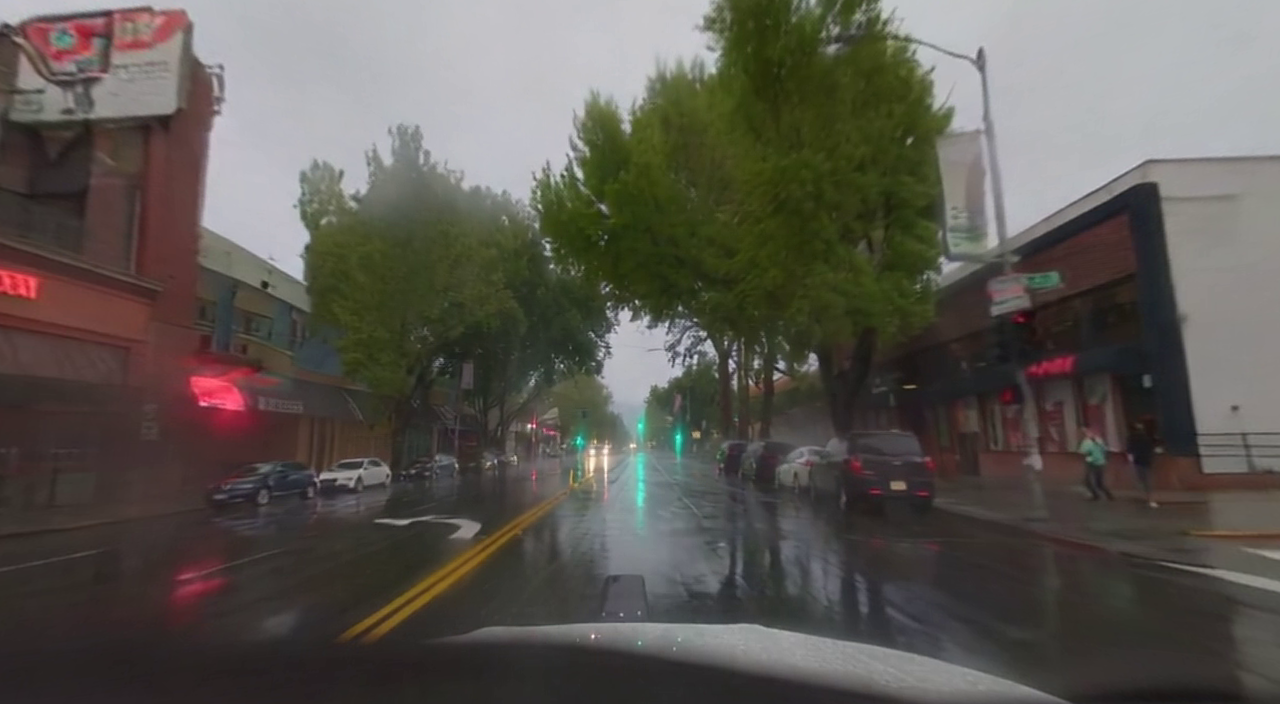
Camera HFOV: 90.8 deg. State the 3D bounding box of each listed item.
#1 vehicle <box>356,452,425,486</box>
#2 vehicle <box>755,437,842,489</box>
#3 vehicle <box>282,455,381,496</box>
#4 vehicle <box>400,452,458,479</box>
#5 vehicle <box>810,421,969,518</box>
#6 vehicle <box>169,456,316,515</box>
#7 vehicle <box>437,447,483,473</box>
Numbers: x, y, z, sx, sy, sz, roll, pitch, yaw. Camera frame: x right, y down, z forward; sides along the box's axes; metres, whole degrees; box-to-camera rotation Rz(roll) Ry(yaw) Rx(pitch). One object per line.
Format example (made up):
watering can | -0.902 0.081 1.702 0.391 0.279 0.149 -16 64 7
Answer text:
vehicle | -12.591 5.905 32.158 1.800 1.532 4.110 0 -8 0
vehicle | 5.902 4.177 24.110 1.991 1.771 4.604 0 -9 -2
vehicle | -12.678 5.064 26.326 1.927 1.489 4.572 0 -9 -2
vehicle | -12.594 6.805 38.006 1.868 1.418 4.415 -2 -9 1
vehicle | 5.846 2.806 15.507 2.010 1.943 4.319 -2 -9 -1
vehicle | -12.092 4.042 19.598 1.804 1.533 4.121 0 -8 1
vehicle | -12.098 7.301 42.779 1.834 1.643 4.110 0 -9 1
